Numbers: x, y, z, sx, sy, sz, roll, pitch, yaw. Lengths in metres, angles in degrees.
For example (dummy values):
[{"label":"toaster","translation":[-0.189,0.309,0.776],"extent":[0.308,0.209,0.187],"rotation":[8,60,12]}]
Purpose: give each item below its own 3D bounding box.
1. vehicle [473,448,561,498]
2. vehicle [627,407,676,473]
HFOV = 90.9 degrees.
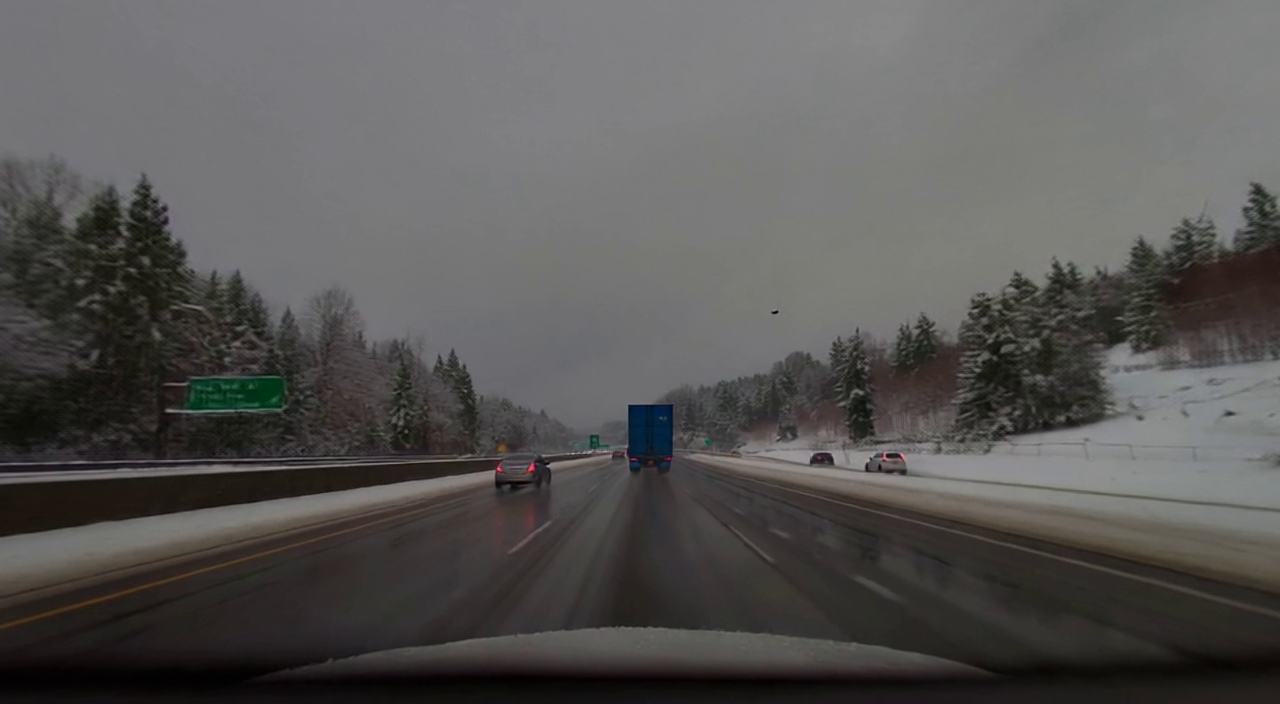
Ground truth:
[{"label":"vehicle","translation":[-3.883,3.882,20.695],"extent":[1.931,1.466,4.458],"rotation":[0,-9,1]},{"label":"vehicle","translation":[0.751,6.265,44.392],"extent":[3.022,4.072,10.318],"rotation":[0,-9,1]}]
